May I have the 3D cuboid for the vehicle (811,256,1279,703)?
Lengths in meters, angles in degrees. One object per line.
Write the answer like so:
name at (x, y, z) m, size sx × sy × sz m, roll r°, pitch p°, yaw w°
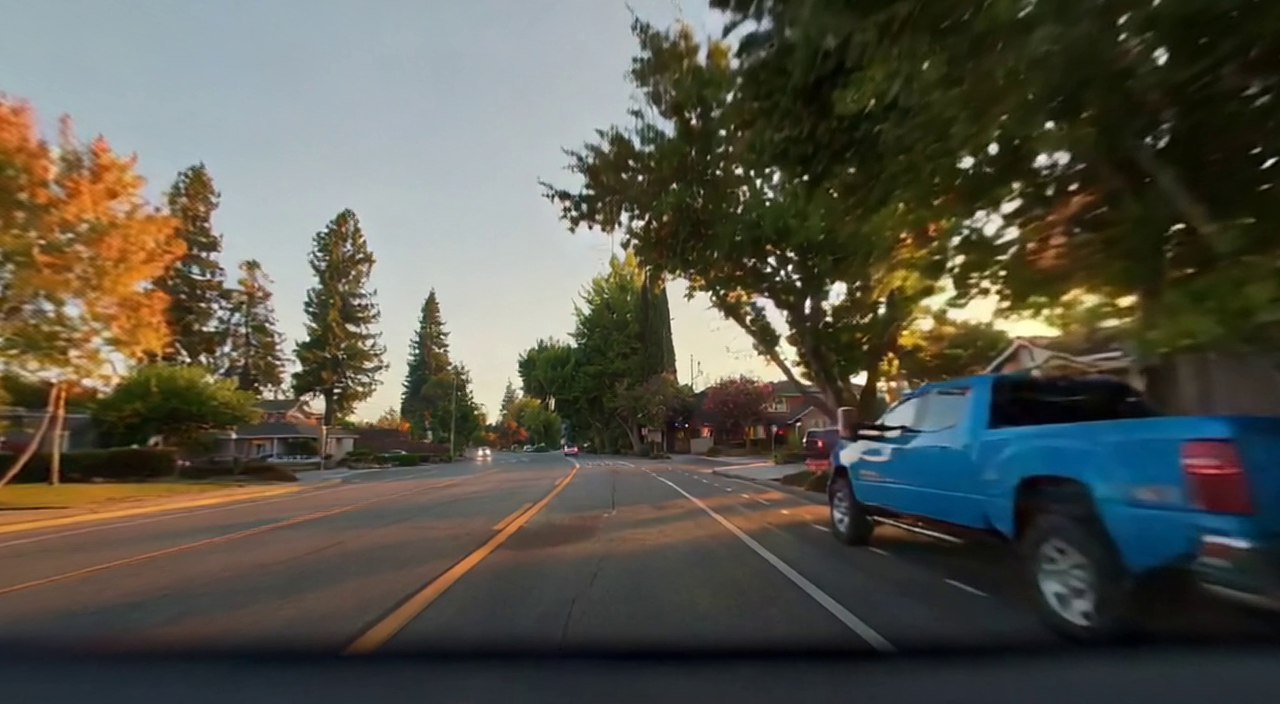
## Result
vehicle at (4.400, 1.288, 6.744) m, size 2.794 × 2.437 × 7.684 m, roll 0°, pitch -8°, yaw -2°

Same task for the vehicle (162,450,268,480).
vehicle at (-27.117, 7.212, 40.493) m, size 5.067 × 1.792 × 2.217 m, roll 2°, pitch -8°, yaw -11°
